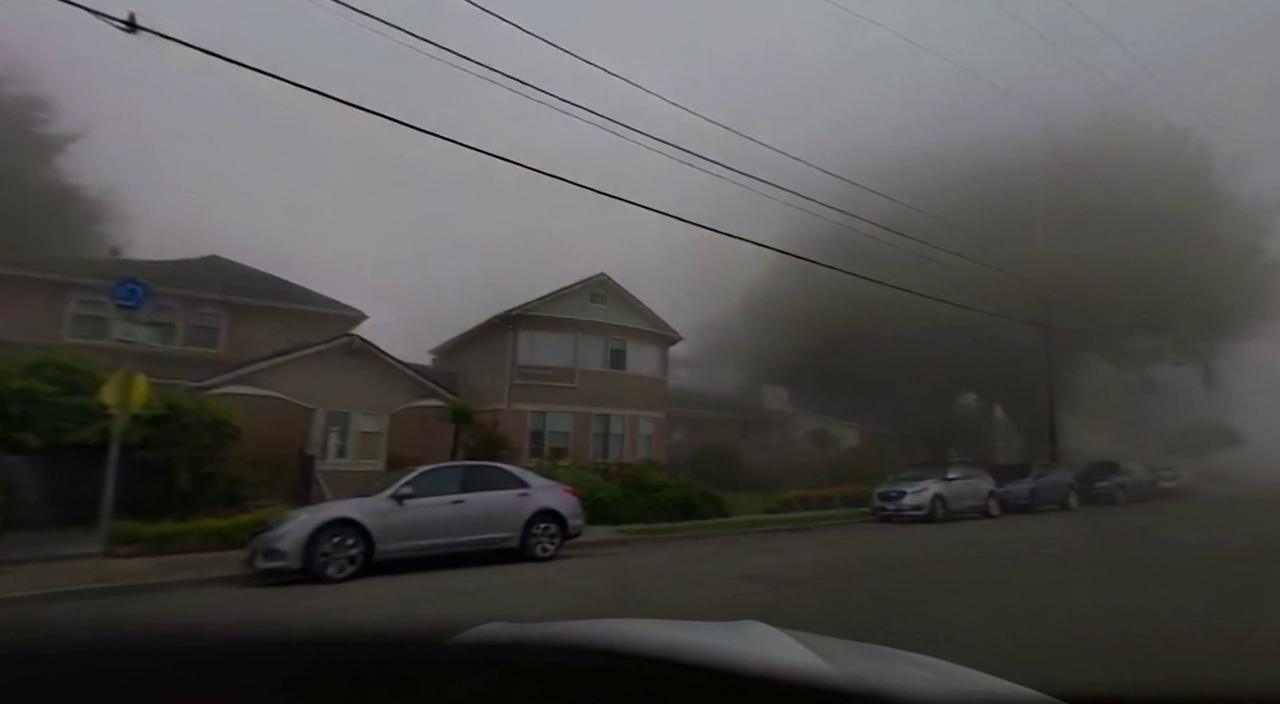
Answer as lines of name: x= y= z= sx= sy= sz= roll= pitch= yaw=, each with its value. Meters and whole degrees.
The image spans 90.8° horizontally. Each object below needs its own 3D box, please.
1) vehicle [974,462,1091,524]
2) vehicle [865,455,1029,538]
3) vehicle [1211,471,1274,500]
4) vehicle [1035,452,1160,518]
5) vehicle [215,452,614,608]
vehicle: x=11.790 y=4.137 z=18.904 sx=3.648 sy=1.502 sz=1.745 roll=6 pitch=-10 yaw=-38
vehicle: x=7.881 y=3.534 z=16.074 sx=4.442 sy=1.675 sz=1.909 roll=6 pitch=-10 yaw=-38
vehicle: x=34.570 y=7.608 z=36.213 sx=4.357 sy=1.359 sz=1.958 roll=6 pitch=-10 yaw=-39
vehicle: x=15.971 y=4.519 z=21.969 sx=4.713 sy=1.923 sz=2.034 roll=6 pitch=-10 yaw=-36
vehicle: x=-2.670 y=2.056 z=8.167 sx=4.469 sy=1.391 sz=1.746 roll=6 pitch=-12 yaw=-38
